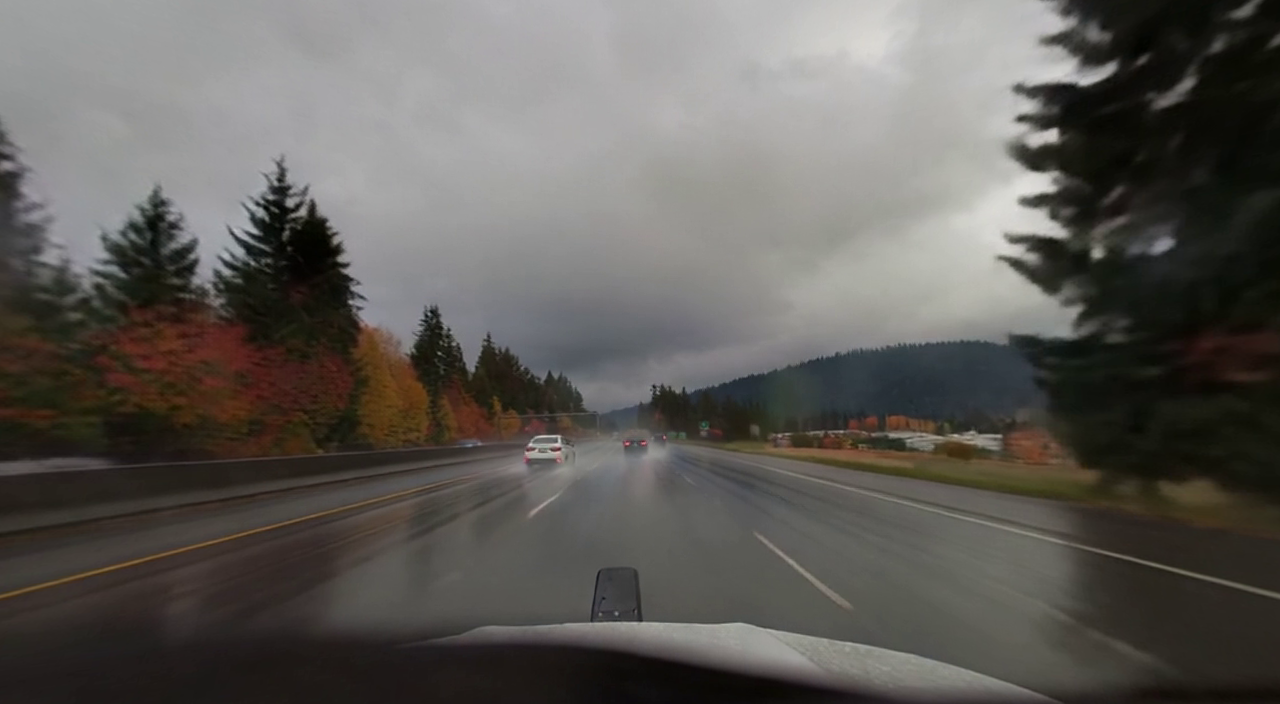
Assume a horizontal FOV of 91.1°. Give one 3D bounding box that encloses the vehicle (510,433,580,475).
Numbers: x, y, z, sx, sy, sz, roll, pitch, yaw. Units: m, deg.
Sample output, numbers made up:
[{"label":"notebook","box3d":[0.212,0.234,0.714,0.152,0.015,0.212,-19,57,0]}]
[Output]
[{"label":"vehicle","box3d":[-3.646,4.009,24.983,2.103,1.507,4.367,0,-8,0]}]
